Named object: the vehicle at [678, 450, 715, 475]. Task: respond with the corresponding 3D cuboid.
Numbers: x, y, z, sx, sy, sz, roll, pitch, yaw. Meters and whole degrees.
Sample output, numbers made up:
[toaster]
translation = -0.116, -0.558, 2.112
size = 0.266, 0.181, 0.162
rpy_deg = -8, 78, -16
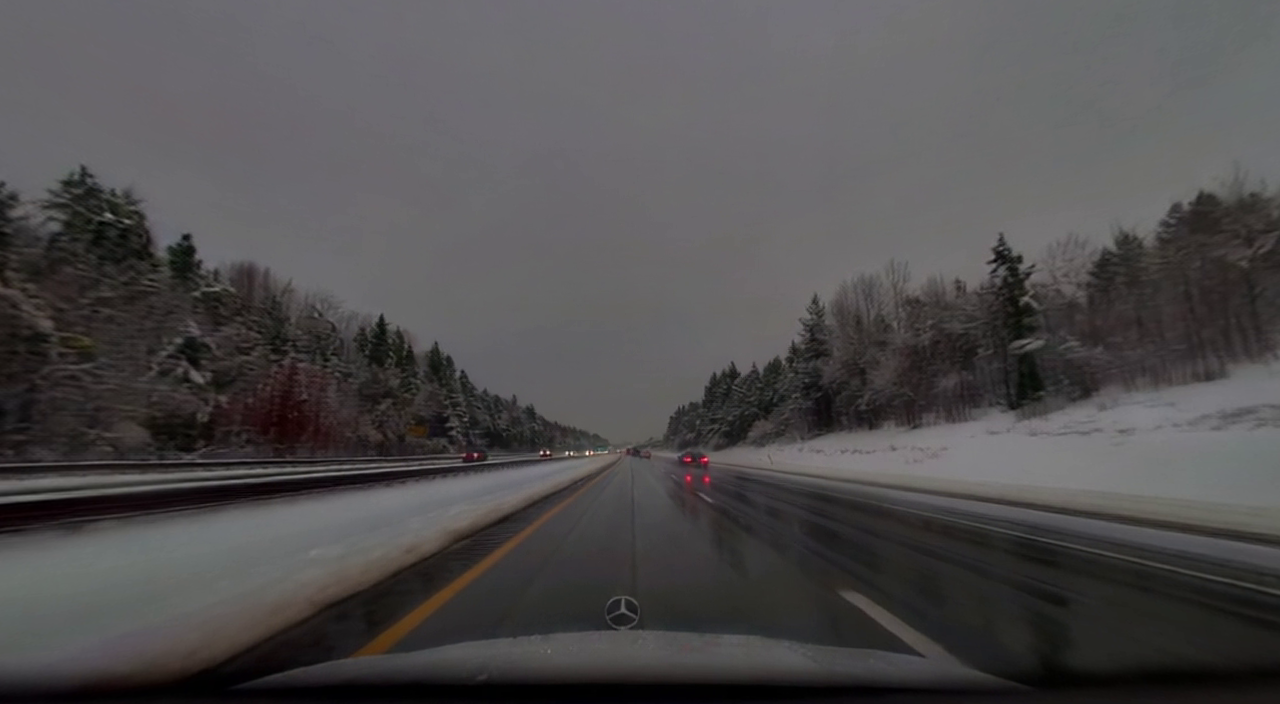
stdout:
[vehicle]
translation = 3.490, 6.858, 39.362
size = 1.870, 1.486, 3.858
rpy_deg = 0, -9, -1
